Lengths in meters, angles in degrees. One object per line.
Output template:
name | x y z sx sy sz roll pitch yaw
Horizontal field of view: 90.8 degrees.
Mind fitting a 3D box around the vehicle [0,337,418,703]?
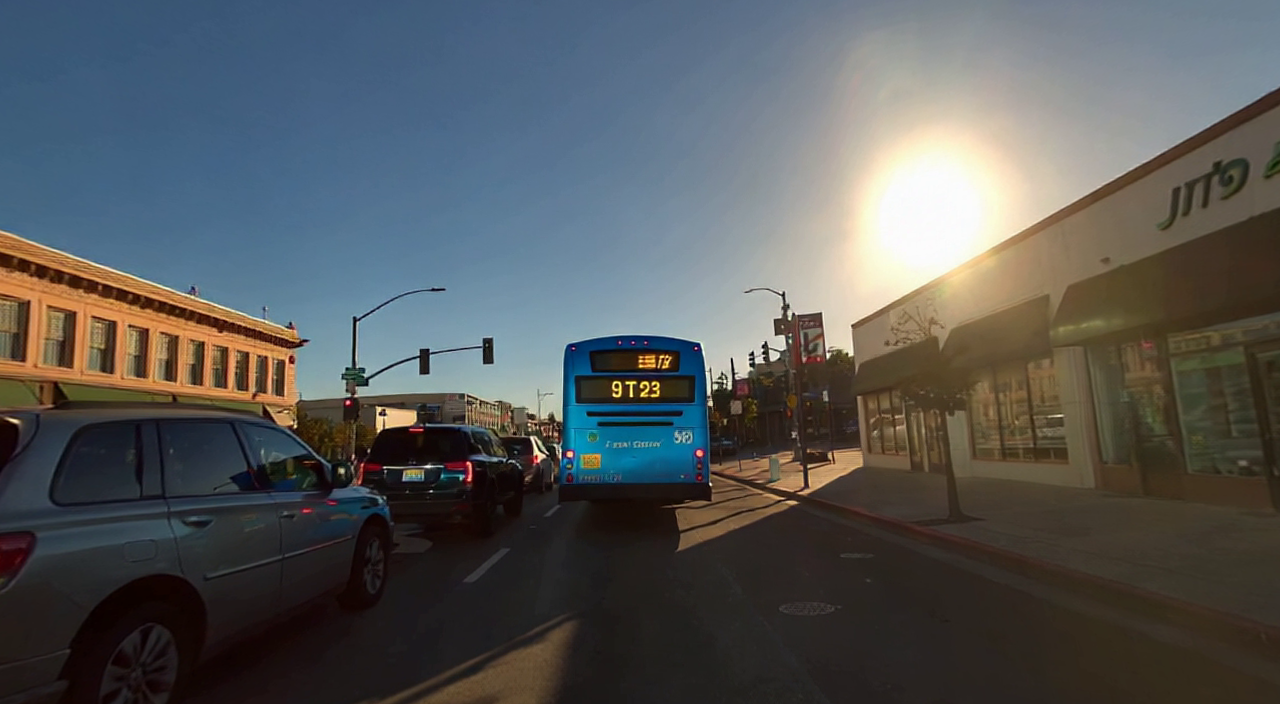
vehicle | -3.208 1.091 3.984 2.020 1.725 4.384 0 -8 0

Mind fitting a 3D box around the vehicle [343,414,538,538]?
vehicle | -3.343 2.196 11.779 2.096 1.828 4.669 0 -8 0

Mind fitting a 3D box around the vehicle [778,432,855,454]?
vehicle | 11.977 6.207 43.059 4.774 1.492 1.802 -1 -9 7

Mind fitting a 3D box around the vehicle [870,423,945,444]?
vehicle | 19.940 6.095 47.198 4.827 1.555 1.863 1 -9 -6

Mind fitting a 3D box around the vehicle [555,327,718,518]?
vehicle | -0.292 1.990 16.531 2.938 3.468 9.972 0 -8 -3
